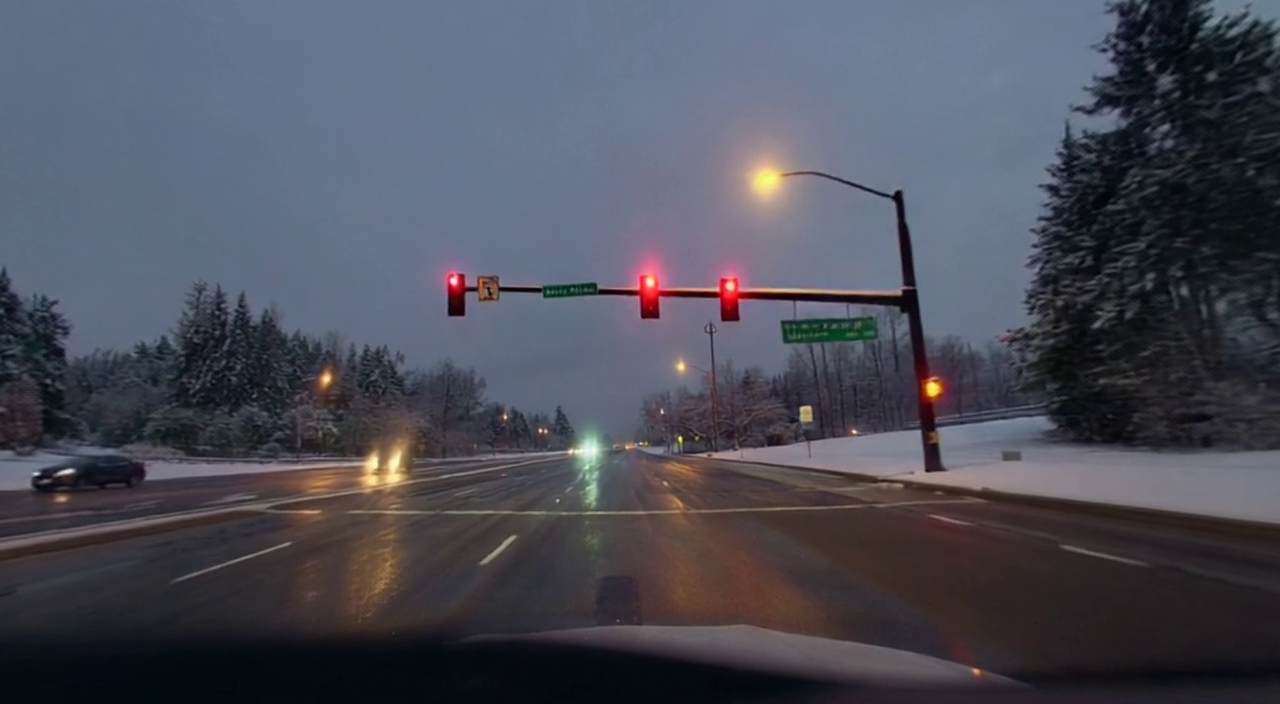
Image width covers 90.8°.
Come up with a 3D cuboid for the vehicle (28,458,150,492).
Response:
[{"bbox_3d":[-29.160,6.488,33.681,2.089,1.556,4.961,0,-9,-1],"label":"vehicle"}]
